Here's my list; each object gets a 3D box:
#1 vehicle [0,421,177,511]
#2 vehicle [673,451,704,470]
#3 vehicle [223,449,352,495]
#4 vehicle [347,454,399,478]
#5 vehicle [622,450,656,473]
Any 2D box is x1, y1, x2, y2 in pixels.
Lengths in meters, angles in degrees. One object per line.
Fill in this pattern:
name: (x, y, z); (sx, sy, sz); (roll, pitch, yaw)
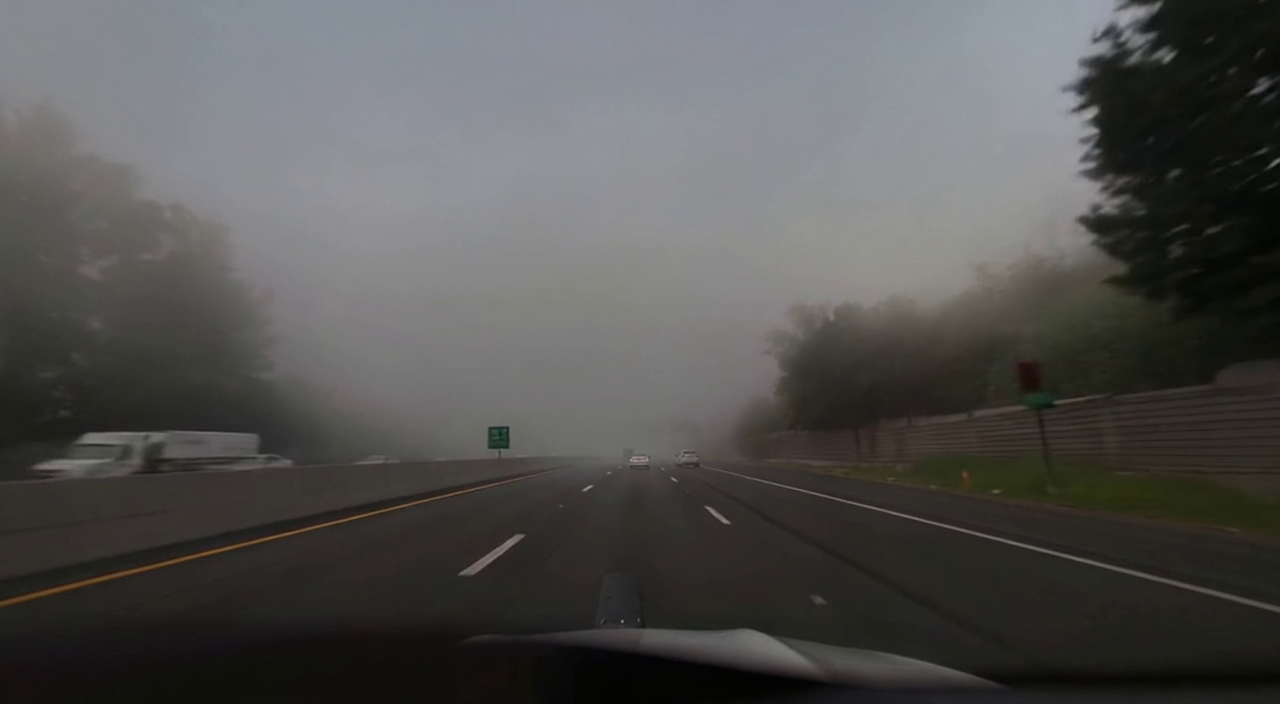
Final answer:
vehicle: (-19.590, 3.773, 21.243); (2.294, 2.582, 7.204); (0, -9, 1)
vehicle: (3.611, 8.106, 47.211); (1.883, 1.320, 3.386); (0, -9, -2)
vehicle: (-13.581, 4.621, 24.754); (2.081, 1.598, 5.088); (0, -9, 0)
vehicle: (-18.246, 7.783, 43.266); (1.747, 1.480, 4.431); (0, -9, -3)
vehicle: (-0.118, 6.911, 39.981); (2.065, 1.400, 4.028); (0, -9, -1)
